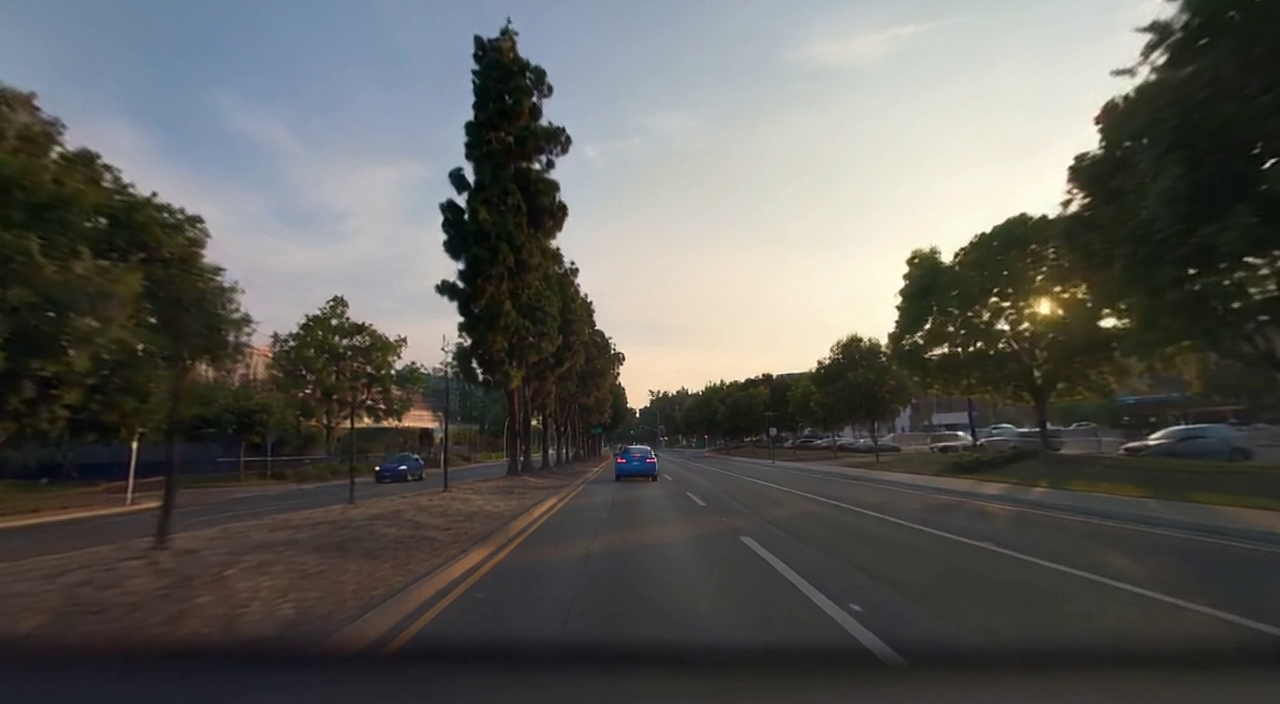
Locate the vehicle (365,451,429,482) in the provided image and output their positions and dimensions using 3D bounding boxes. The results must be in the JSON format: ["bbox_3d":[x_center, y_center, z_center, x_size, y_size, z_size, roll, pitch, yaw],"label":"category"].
[{"bbox_3d":[-14.683,6.916,38.449,2.019,1.681,4.548,-1,-9,1],"label":"vehicle"}]

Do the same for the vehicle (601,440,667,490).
[{"bbox_3d":[-0.206,3.819,21.728,2.042,1.479,4.601,0,-8,-1],"label":"vehicle"}]
